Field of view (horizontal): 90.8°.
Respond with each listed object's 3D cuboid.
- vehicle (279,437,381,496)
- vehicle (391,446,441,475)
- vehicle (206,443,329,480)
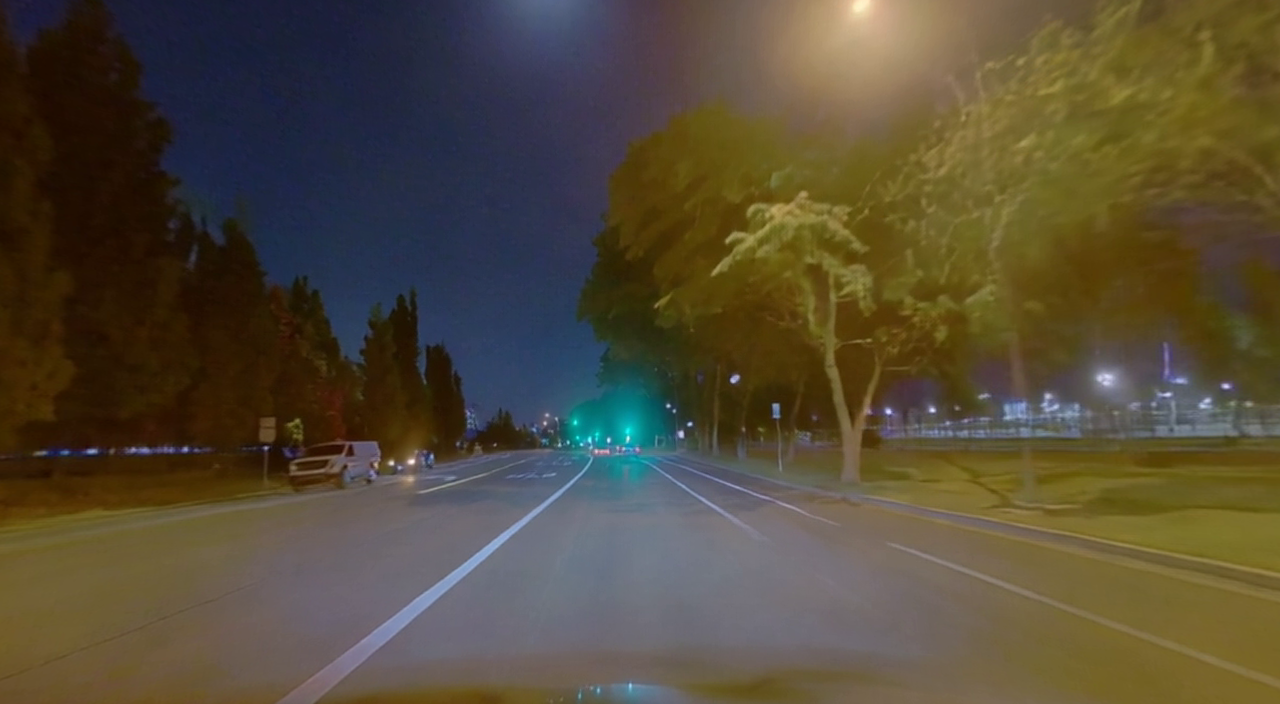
[{"bbox_3d":[-13.519,4.928,27.972,2.314,2.144,5.403,-3,-7,-6],"label":"vehicle"},{"bbox_3d":[-14.760,7.182,41.842,2.090,1.680,4.434,-2,-9,-5],"label":"vehicle"},{"bbox_3d":[-19.906,5.840,33.964,5.168,1.886,2.283,0,-8,2],"label":"vehicle"}]
